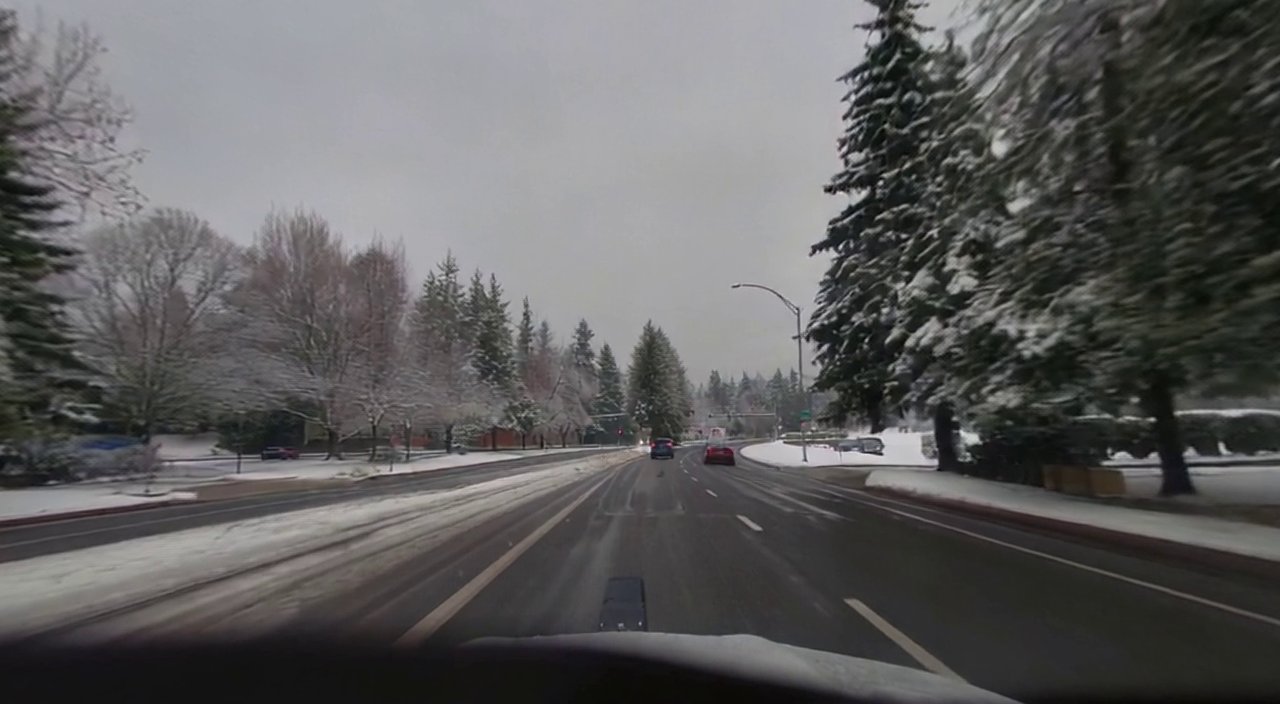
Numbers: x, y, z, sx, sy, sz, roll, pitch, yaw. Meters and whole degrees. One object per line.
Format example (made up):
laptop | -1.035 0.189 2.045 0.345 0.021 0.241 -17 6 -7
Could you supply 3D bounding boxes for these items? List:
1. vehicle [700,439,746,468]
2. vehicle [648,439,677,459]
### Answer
vehicle | 4.524 5.608 35.009 1.989 1.497 4.436 0 -8 1
vehicle | 1.815 7.556 49.068 2.066 1.482 4.273 -1 -8 4
